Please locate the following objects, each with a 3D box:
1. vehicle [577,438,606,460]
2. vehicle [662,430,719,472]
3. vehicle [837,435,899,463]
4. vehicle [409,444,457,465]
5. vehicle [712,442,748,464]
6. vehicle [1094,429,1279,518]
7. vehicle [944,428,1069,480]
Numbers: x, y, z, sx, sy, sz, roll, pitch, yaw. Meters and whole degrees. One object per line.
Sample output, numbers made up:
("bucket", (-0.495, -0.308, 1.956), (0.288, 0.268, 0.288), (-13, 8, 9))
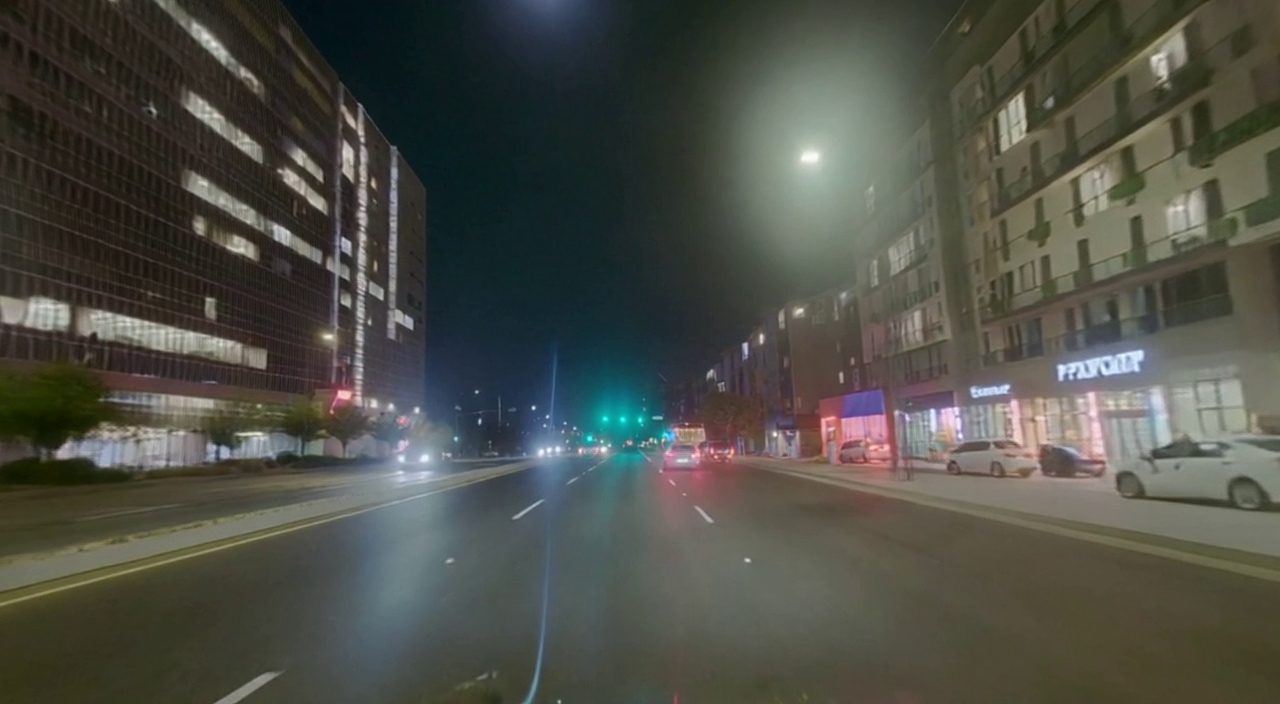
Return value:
("vehicle", (-3.706, 7.535, 49.099), (2.046, 1.617, 4.601), (0, -8, -1))
("vehicle", (2.282, 4.691, 29.992), (2.130, 1.787, 5.126), (0, -8, -1))
("vehicle", (14.430, 6.158, 40.245), (1.975, 1.648, 4.451), (1, -8, -5))
("vehicle", (-15.438, 7.649, 47.392), (2.019, 1.471, 4.513), (0, -8, 0))
("vehicle", (6.313, 7.110, 44.538), (1.795, 1.459, 4.333), (0, -8, -2))
("vehicle", (12.009, 2.337, 12.607), (1.954, 1.483, 4.742), (-2, -8, -7))
("vehicle", (14.219, 4.022, 24.948), (2.019, 1.819, 4.909), (0, -9, 1))
